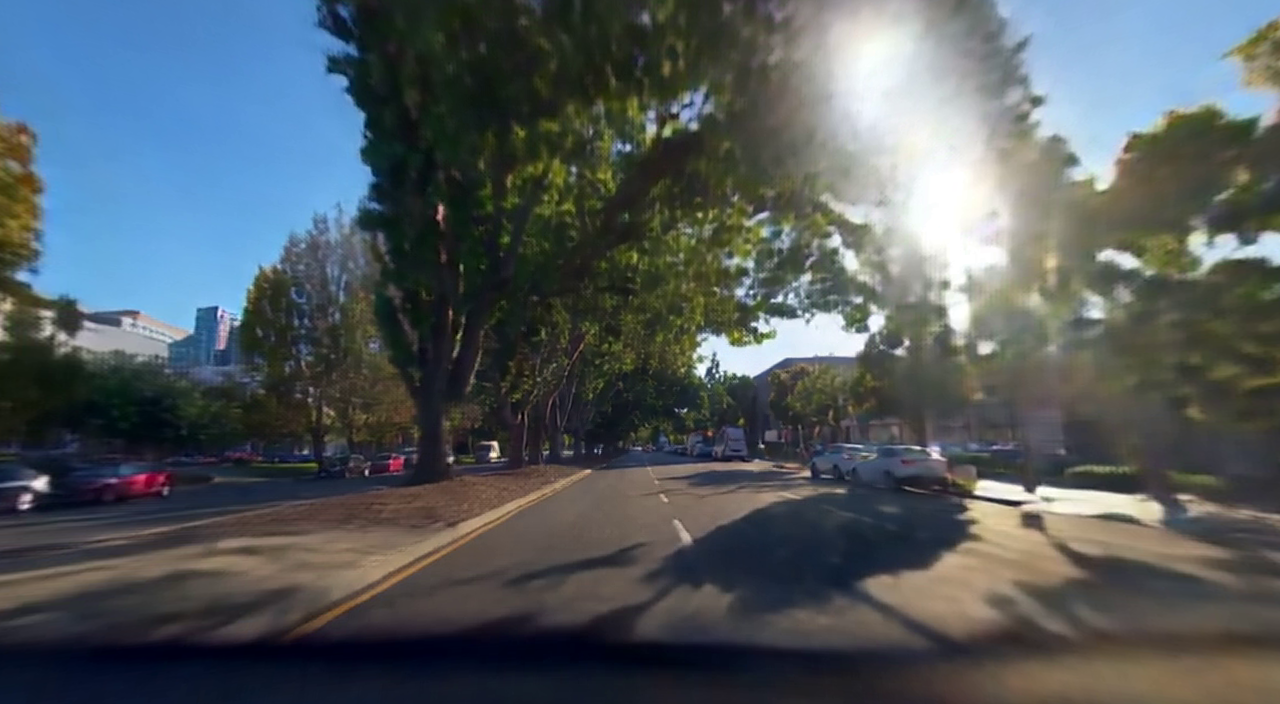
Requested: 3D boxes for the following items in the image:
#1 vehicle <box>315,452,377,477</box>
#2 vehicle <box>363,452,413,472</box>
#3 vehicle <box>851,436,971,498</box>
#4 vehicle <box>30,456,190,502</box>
[{"bbox_3d":[-19.537,7.463,42.223,1.890,1.468,4.727,0,-9,0],"label":"vehicle"},{"bbox_3d":[-19.456,8.480,48.918,1.787,1.482,4.645,-1,-9,3],"label":"vehicle"},{"bbox_3d":[9.161,3.885,21.830,1.994,1.738,4.622,5,-9,-2],"label":"vehicle"},{"bbox_3d":[-19.631,4.692,23.769,1.840,1.464,4.781,0,-9,1],"label":"vehicle"}]
